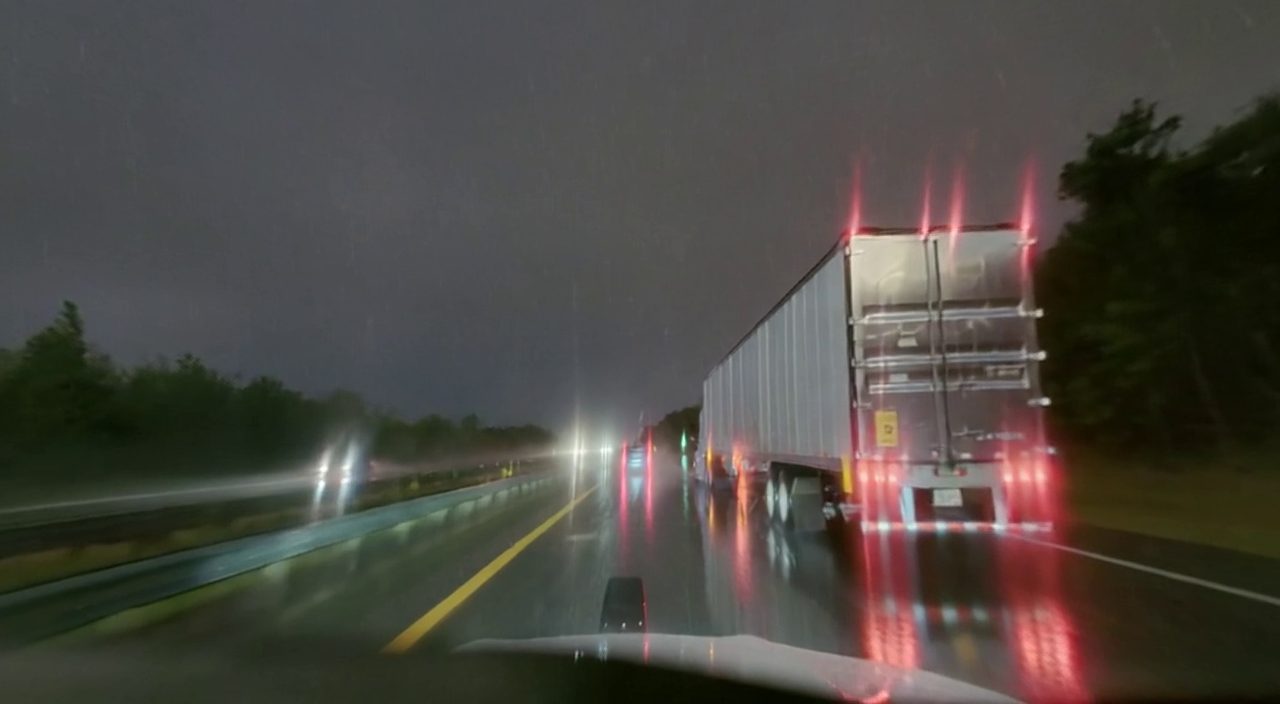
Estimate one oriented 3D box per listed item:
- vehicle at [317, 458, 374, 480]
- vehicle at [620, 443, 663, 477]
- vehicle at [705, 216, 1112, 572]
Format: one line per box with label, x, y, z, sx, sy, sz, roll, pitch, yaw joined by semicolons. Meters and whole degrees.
vehicle;-21.486;8.514;46.211;1.835;1.429;4.711;-1;-9;1
vehicle;0.102;5.306;31.180;1.968;1.515;4.025;0;-9;1
vehicle;3.857;1.591;15.254;2.929;4.158;15.921;0;-9;0
